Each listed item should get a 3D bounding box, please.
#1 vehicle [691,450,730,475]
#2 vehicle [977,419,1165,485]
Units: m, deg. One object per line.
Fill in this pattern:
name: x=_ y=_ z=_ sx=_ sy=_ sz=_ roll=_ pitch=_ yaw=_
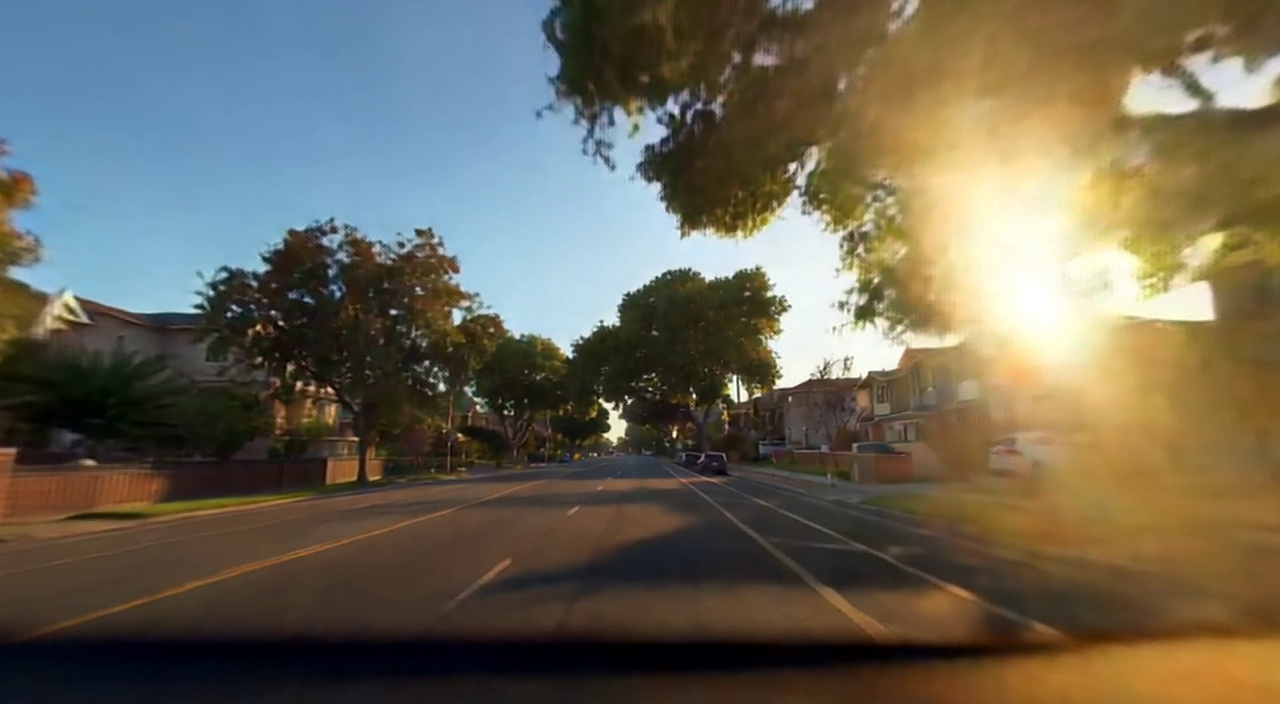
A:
vehicle: x=4.748 y=7.531 z=43.135 sx=1.971 sy=1.558 sz=4.895 roll=0 pitch=-10 yaw=-1
vehicle: x=14.010 y=3.237 z=20.754 sx=4.682 sy=1.956 sz=2.001 roll=-1 pitch=-6 yaw=-2
